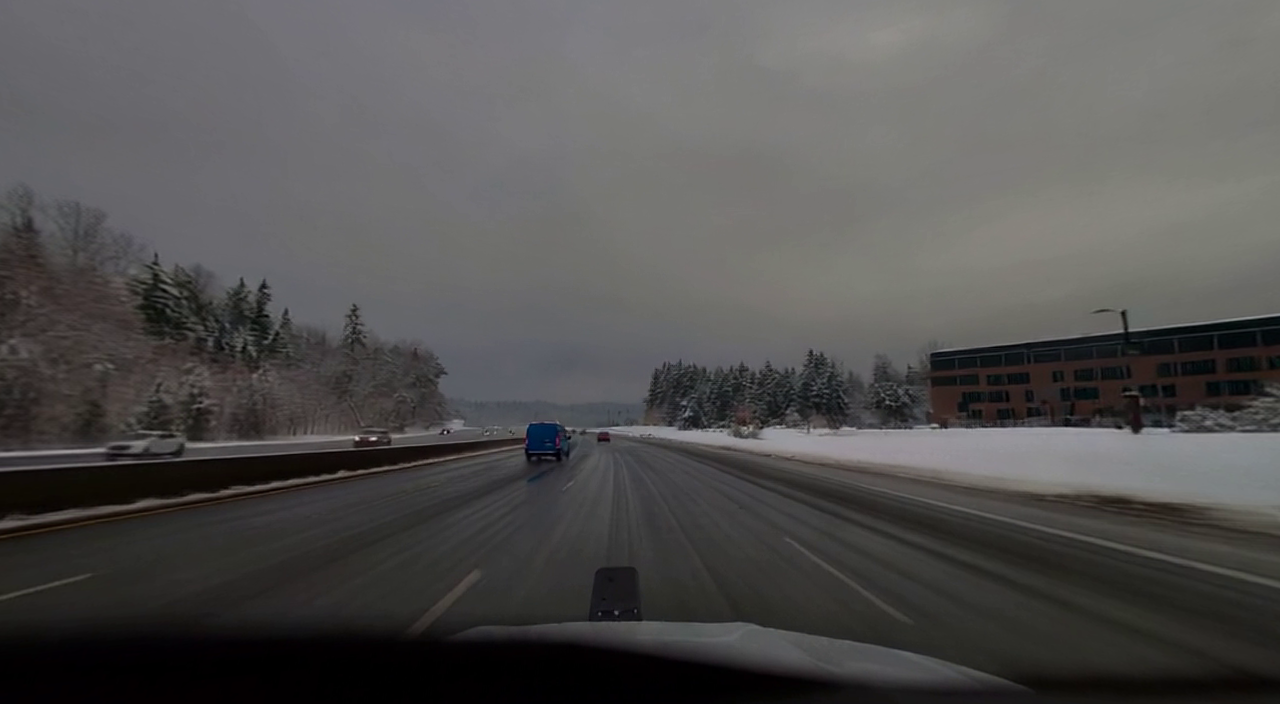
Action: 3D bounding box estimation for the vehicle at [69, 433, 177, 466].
[{"bbox_3d":[-22.886,4.314,28.088,1.736,1.356,3.734,0,-8,-3],"label":"vehicle"}]

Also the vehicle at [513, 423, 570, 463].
[{"bbox_3d":[-4.785,4.519,31.446,2.219,1.827,4.738,0,-8,-2],"label":"vehicle"}]
